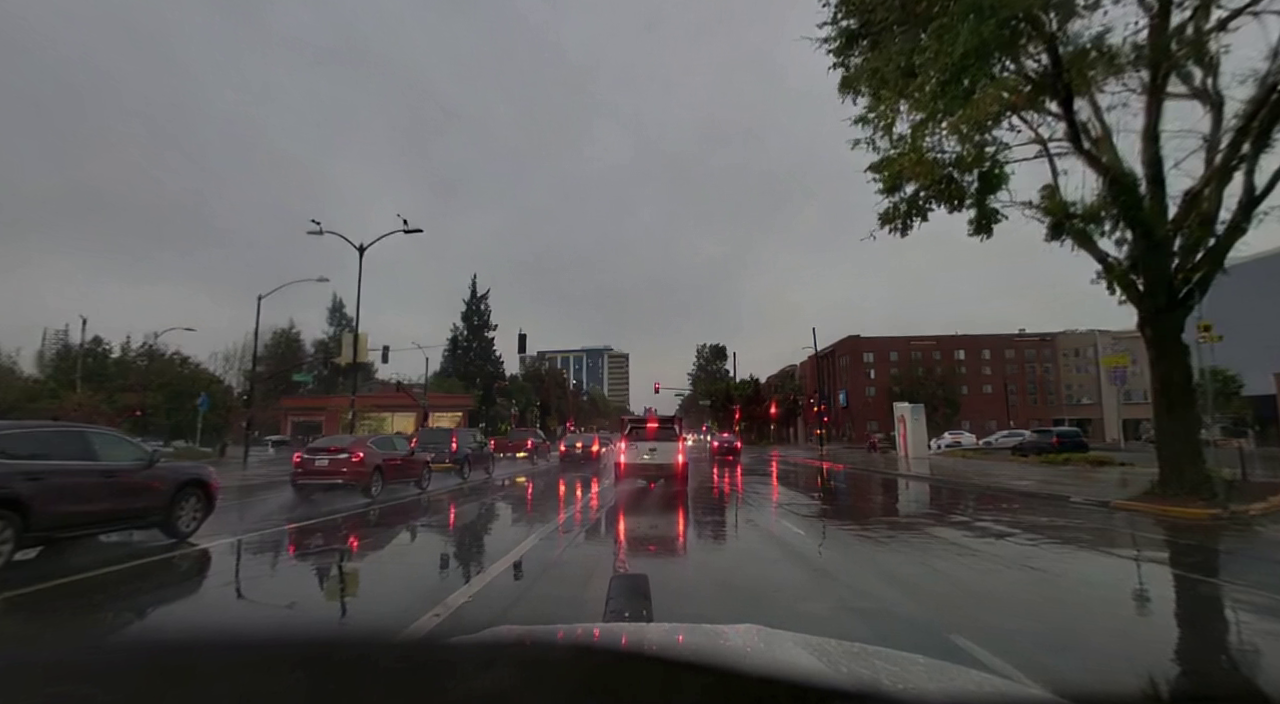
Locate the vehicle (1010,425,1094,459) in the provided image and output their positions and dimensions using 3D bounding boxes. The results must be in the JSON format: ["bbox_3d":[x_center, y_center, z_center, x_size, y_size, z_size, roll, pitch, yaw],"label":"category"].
[{"bbox_3d":[20.769,4.547,31.768,4.156,1.622,1.924,6,-10,-33],"label":"vehicle"}]

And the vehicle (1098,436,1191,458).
[{"bbox_3d":[31.146,5.846,38.968,4.176,1.313,1.719,0,-8,3],"label":"vehicle"}]

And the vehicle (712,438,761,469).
[{"bbox_3d":[4.769,5.081,31.818,2.023,1.441,4.240,0,-8,3],"label":"vehicle"}]

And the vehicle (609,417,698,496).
[{"bbox_3d":[0.367,2.749,16.886,2.064,1.817,4.298,0,-8,2],"label":"vehicle"}]

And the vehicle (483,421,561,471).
[{"bbox_3d":[-5.290,4.310,29.008,2.496,2.112,4.351,-1,-8,4],"label":"vehicle"}]

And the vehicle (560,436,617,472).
[{"bbox_3d":[-2.195,4.522,28.075,1.894,1.461,4.080,-1,-8,4],"label":"vehicle"}]

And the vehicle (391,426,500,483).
[{"bbox_3d":[-6.259,3.361,20.910,1.941,1.655,4.503,0,-8,3],"label":"vehicle"}]

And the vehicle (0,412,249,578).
[{"bbox_3d":[-6.783,1.499,7.064,1.901,1.510,4.367,0,-8,1],"label":"vehicle"}]

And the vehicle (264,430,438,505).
[{"bbox_3d":[-6.399,2.594,14.632,1.831,1.451,4.382,0,-8,2],"label":"vehicle"}]

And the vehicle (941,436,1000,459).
[{"bbox_3d":[21.979,6.345,41.903,3.836,1.443,1.694,5,-10,-32],"label":"vehicle"}]
